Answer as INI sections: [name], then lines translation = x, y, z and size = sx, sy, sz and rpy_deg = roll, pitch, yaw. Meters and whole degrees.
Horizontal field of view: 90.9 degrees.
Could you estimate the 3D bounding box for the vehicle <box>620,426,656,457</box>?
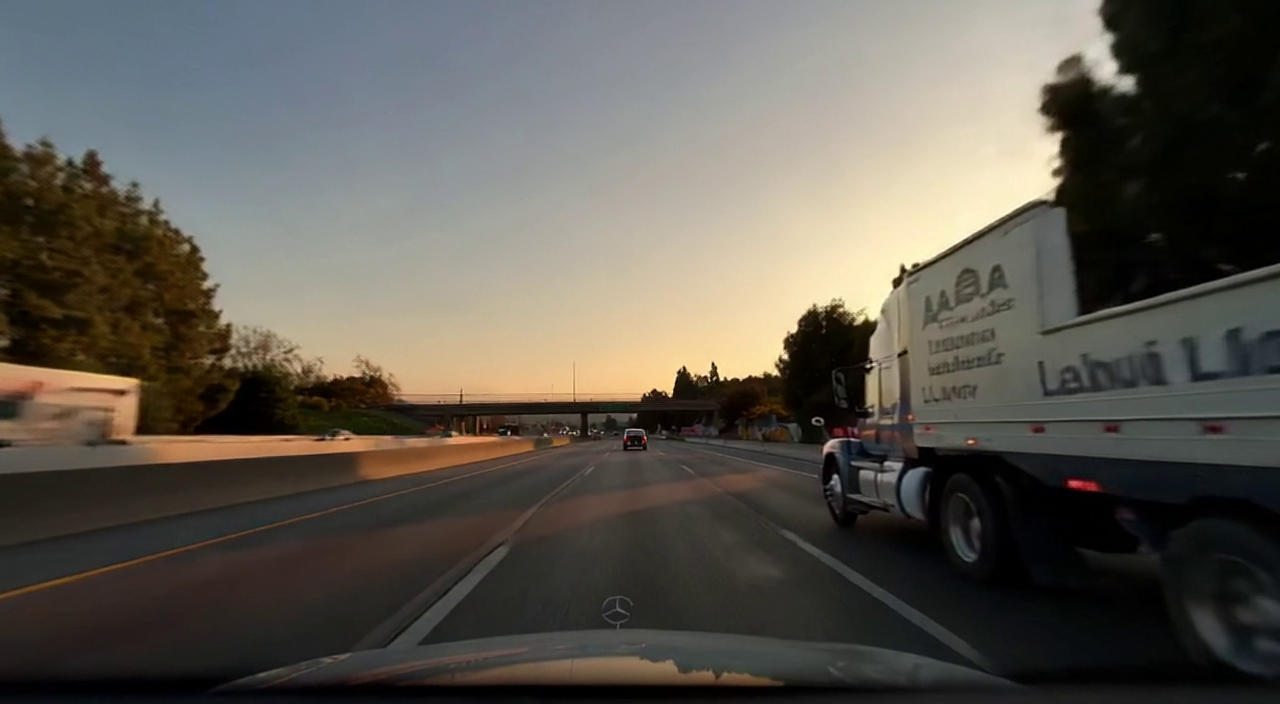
[vehicle]
translation = -0.182, 5.867, 41.580
size = 2.277, 1.913, 4.510
rpy_deg = 0, -8, -1
